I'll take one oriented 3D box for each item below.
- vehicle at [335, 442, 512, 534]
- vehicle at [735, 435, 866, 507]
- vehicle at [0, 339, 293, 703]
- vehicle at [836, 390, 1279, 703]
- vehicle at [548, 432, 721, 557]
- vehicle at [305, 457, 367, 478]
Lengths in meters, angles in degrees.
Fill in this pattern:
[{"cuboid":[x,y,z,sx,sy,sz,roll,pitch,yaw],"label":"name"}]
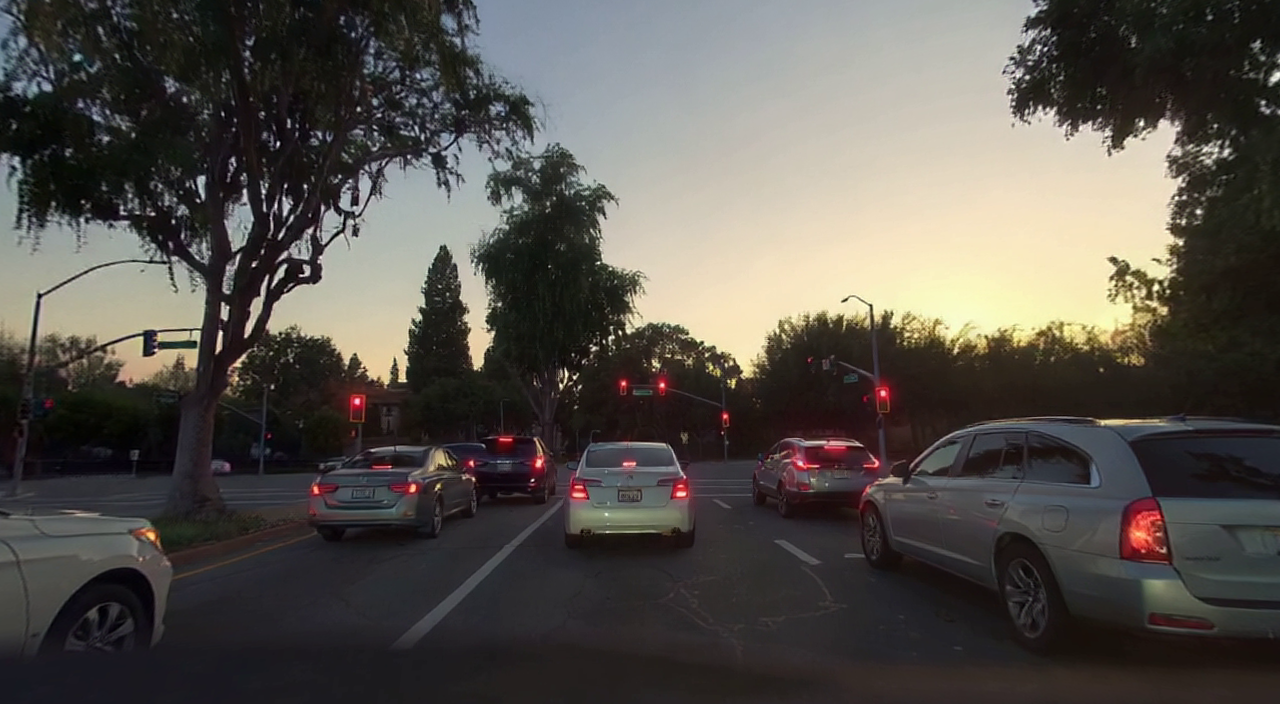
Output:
[{"cuboid":[-3.913,2.501,12.335,1.919,1.459,4.371,0,-8,0],"label":"vehicle"},{"cuboid":[3.640,2.774,15.244,1.922,1.472,4.440,0,-8,-1],"label":"vehicle"},{"cuboid":[-3.663,0.832,2.535,2.047,1.764,4.369,0,-8,0],"label":"vehicle"},{"cuboid":[3.386,1.302,5.418,1.933,1.564,4.600,0,-8,0],"label":"vehicle"},{"cuboid":[-0.079,2.003,9.595,2.061,1.470,3.970,0,-8,0],"label":"vehicle"},{"cuboid":[-22.639,8.597,47.025,4.149,1.433,1.590,-3,-9,20],"label":"vehicle"}]
